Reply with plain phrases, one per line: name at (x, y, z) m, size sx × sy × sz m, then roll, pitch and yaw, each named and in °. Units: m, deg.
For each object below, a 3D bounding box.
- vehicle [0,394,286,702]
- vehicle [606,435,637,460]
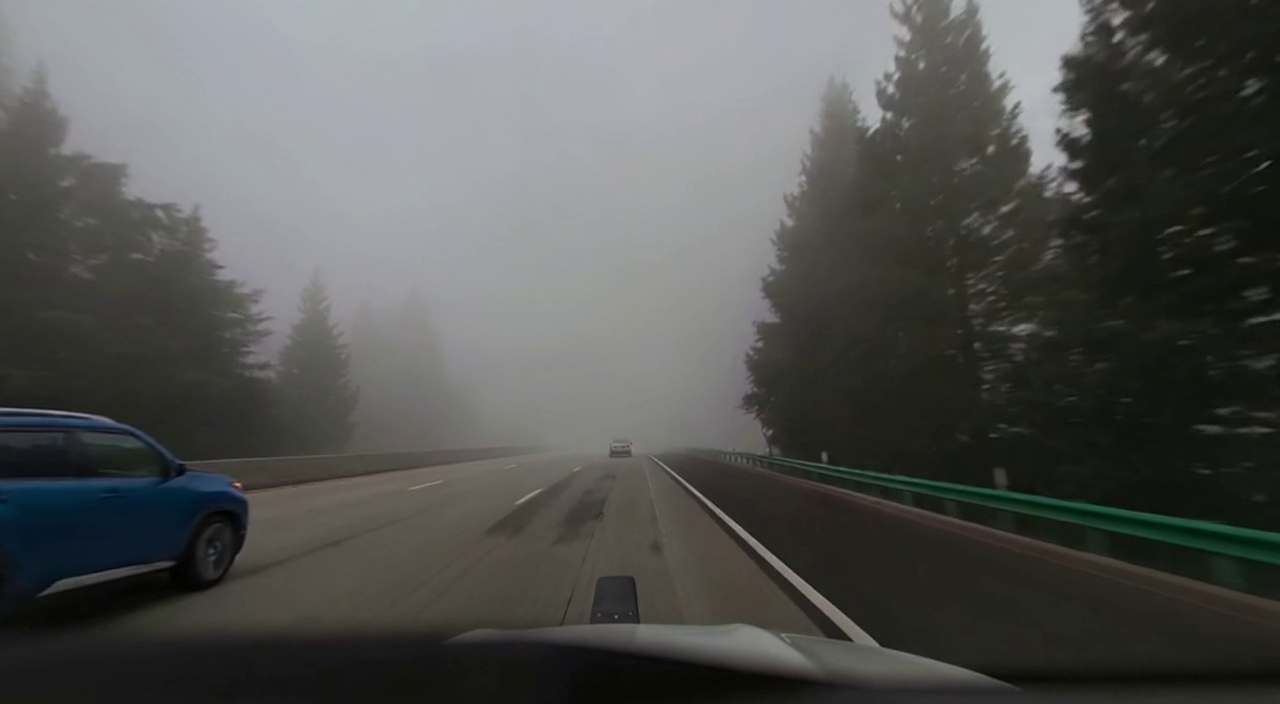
vehicle at (-4.273, 1.010, 3.324) m, size 2.072 × 1.545 × 4.767 m, roll 0°, pitch -8°, yaw 0°
vehicle at (-1.107, 5.879, 38.873) m, size 1.836 × 1.450 × 3.519 m, roll 0°, pitch -8°, yaw -1°
